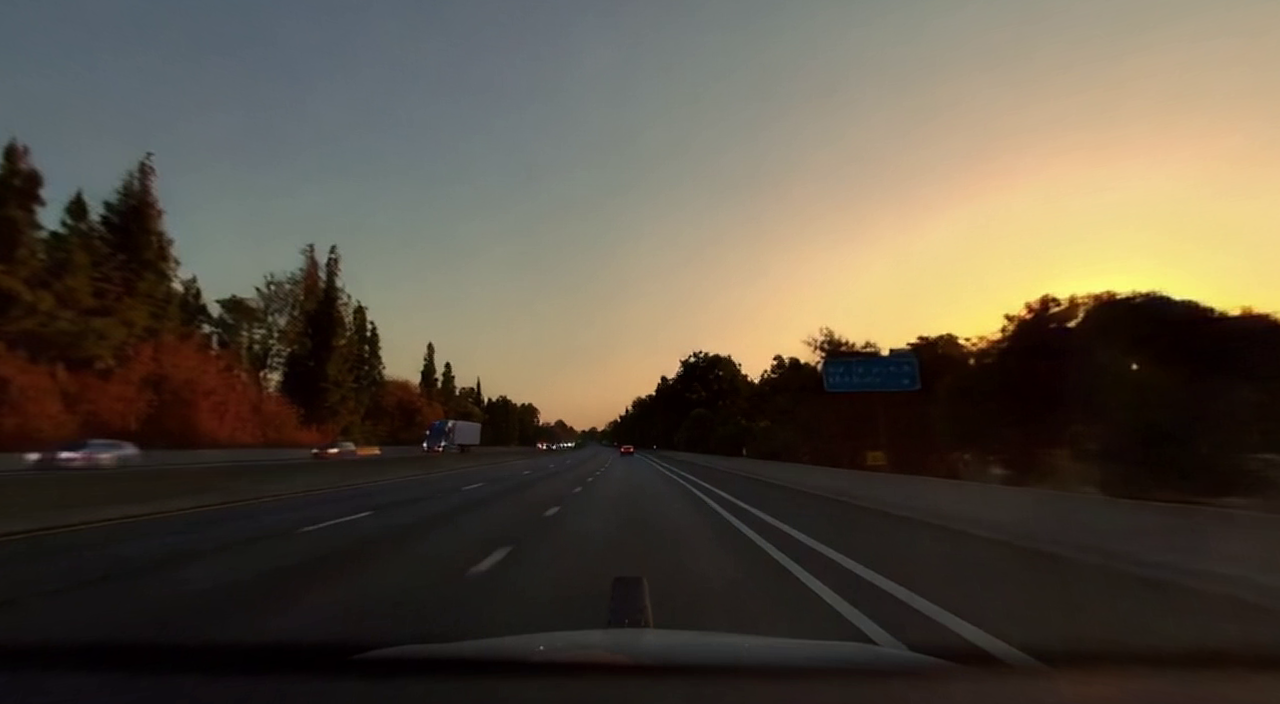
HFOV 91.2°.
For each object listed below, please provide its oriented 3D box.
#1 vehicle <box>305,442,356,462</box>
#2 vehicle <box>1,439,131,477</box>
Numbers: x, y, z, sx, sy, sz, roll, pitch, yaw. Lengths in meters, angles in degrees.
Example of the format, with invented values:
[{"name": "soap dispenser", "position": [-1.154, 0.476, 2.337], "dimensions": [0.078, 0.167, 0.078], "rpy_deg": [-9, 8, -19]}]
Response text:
[{"name": "vehicle", "position": [-24.488, 7.911, 49.827], "dimensions": [1.808, 1.515, 4.455], "rpy_deg": [0, -8, -1]}, {"name": "vehicle", "position": [-24.095, 4.449, 26.560], "dimensions": [1.763, 1.487, 3.926], "rpy_deg": [0, -8, 0]}]
